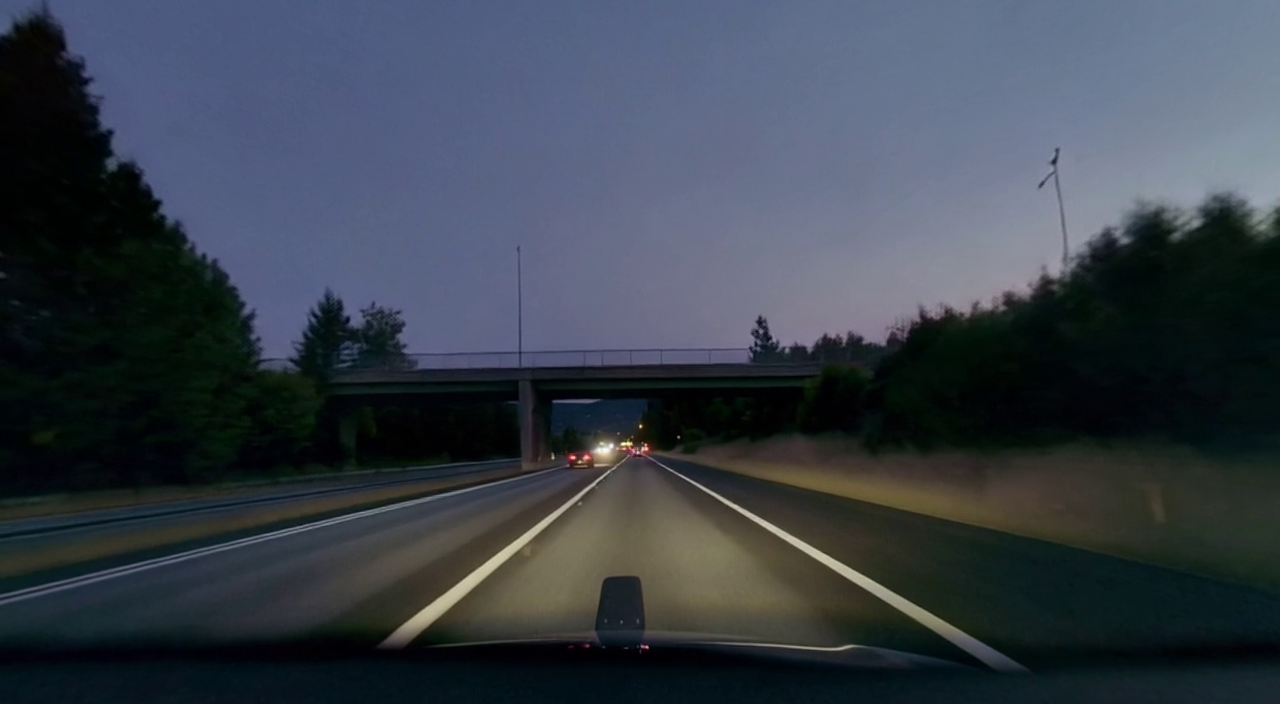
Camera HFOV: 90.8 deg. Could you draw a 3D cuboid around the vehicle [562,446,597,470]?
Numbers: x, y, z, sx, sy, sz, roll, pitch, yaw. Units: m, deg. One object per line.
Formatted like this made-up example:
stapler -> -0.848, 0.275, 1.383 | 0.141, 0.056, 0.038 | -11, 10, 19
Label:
vehicle -> -4.395, 7.784, 46.521 | 2.076, 1.637, 4.526 | 0, -9, 0
